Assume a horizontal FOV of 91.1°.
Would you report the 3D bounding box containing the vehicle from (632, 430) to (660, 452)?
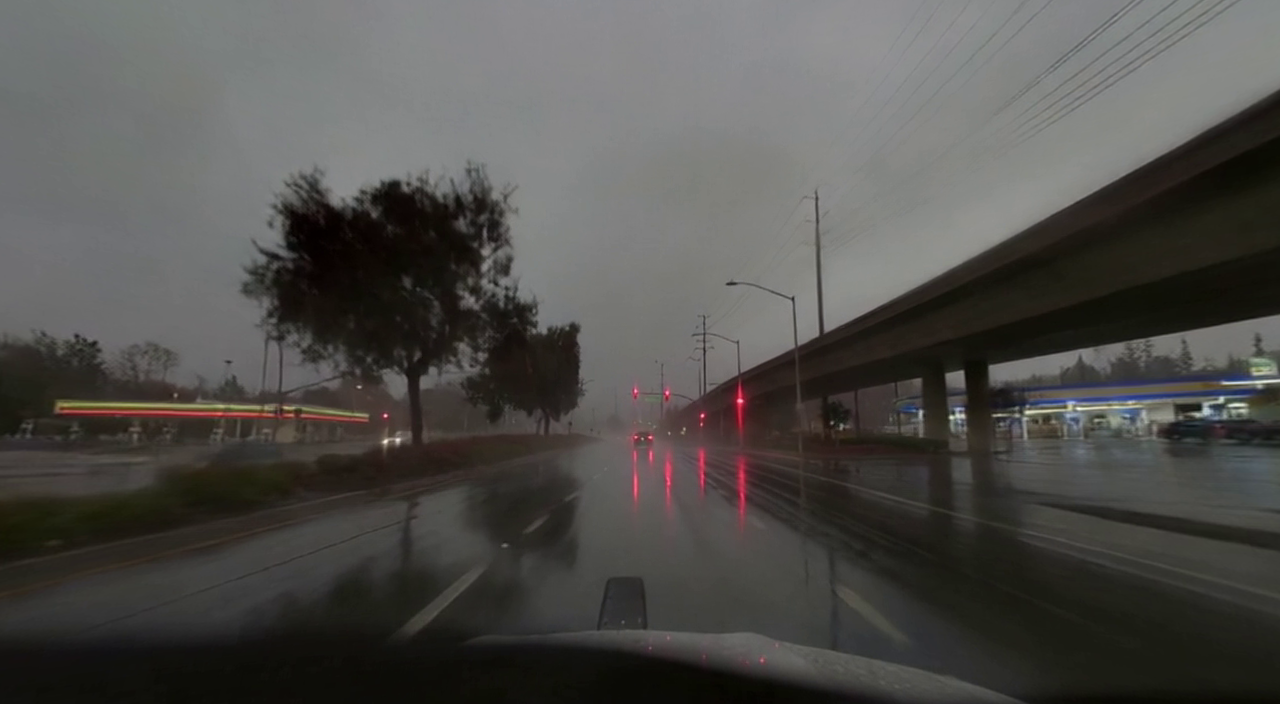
[{"bbox_3d":[0.431,6.987,49.405,2.074,1.631,3.793,0,-8,0],"label":"vehicle"}]
